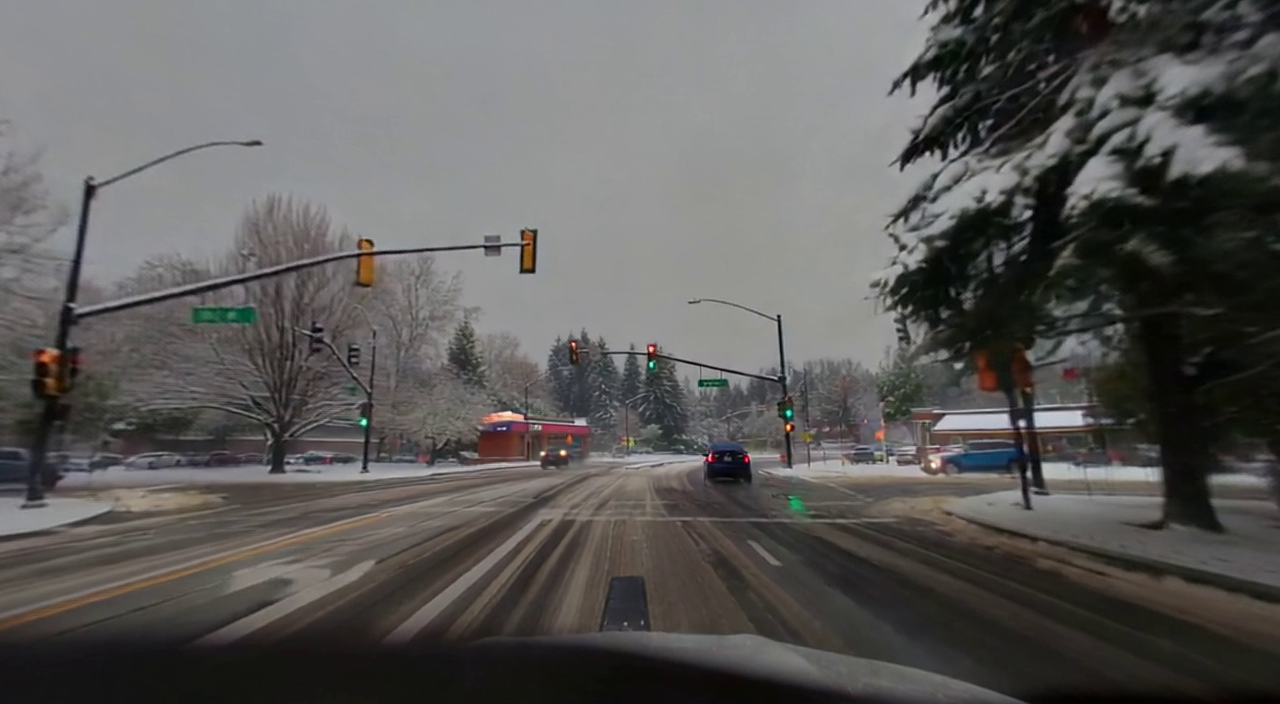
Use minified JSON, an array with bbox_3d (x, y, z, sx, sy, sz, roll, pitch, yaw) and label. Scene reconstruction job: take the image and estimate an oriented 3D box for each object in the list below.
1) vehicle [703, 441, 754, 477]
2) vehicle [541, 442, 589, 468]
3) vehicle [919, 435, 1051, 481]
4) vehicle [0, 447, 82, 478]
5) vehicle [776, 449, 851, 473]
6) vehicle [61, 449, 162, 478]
[{"bbox_3d":[4.460,5.456,32.457,2.311,1.715,4.287,-1,-9,4],"label":"vehicle"},{"bbox_3d":[-5.249,7.269,44.599,2.309,1.702,4.323,-1,-9,8],"label":"vehicle"},{"bbox_3d":[15.712,4.848,28.928,4.713,1.969,2.201,0,-9,-1],"label":"vehicle"},{"bbox_3d":[-37.769,6.773,38.693,2.194,1.754,5.433,-1,-9,-4],"label":"vehicle"},{"bbox_3d":[11.411,7.186,41.648,1.938,1.466,4.434,7,-11,-37],"label":"vehicle"},{"bbox_3d":[-32.251,6.770,38.673,1.967,1.632,4.962,0,-9,-1],"label":"vehicle"}]
